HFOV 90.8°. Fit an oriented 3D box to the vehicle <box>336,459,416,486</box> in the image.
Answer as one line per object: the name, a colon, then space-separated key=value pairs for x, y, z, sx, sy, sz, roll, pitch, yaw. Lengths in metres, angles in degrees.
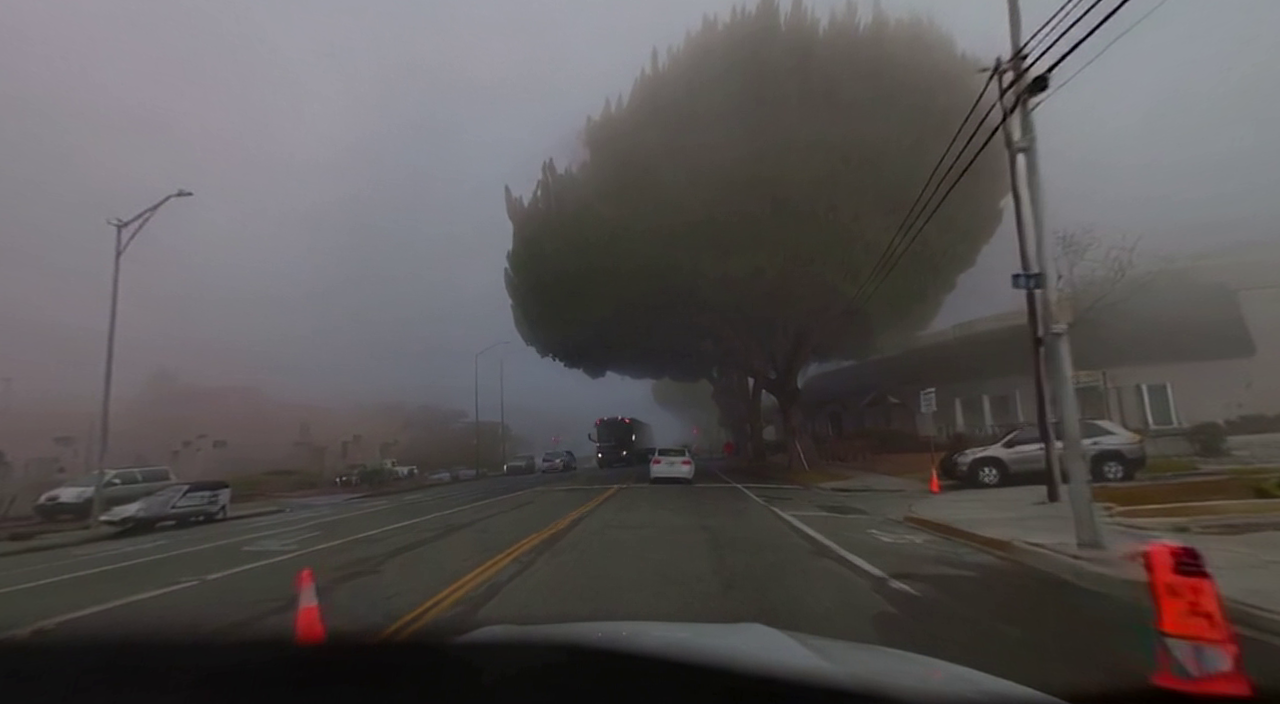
vehicle: x=-17.468 y=7.971 z=41.868 sx=4.397 sy=1.698 sz=1.932 roll=-1 pitch=-9 yaw=7

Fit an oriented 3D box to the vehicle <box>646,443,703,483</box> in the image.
vehicle: x=1.332 y=4.534 z=26.048 sx=2.159 sy=1.506 sz=4.086 roll=0 pitch=-8 yaw=1

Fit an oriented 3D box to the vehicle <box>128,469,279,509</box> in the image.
vehicle: x=-18.376 y=5.773 z=26.749 sx=4.952 sy=1.510 sz=2.115 roll=-1 pitch=-8 yaw=5

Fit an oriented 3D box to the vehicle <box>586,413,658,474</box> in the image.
vehicle: x=-0.821 y=5.891 z=40.451 sx=2.977 sy=3.271 sz=12.748 roll=-1 pitch=-8 yaw=6

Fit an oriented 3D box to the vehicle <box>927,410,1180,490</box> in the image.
vehicle: x=10.475 y=2.529 z=16.378 sx=4.859 sy=1.914 sz=2.333 roll=0 pitch=-9 yaw=0

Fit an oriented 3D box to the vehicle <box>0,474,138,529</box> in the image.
vehicle: x=-19.379 y=4.749 z=20.276 sx=4.696 sy=1.513 sz=2.243 roll=-1 pitch=-9 yaw=3
